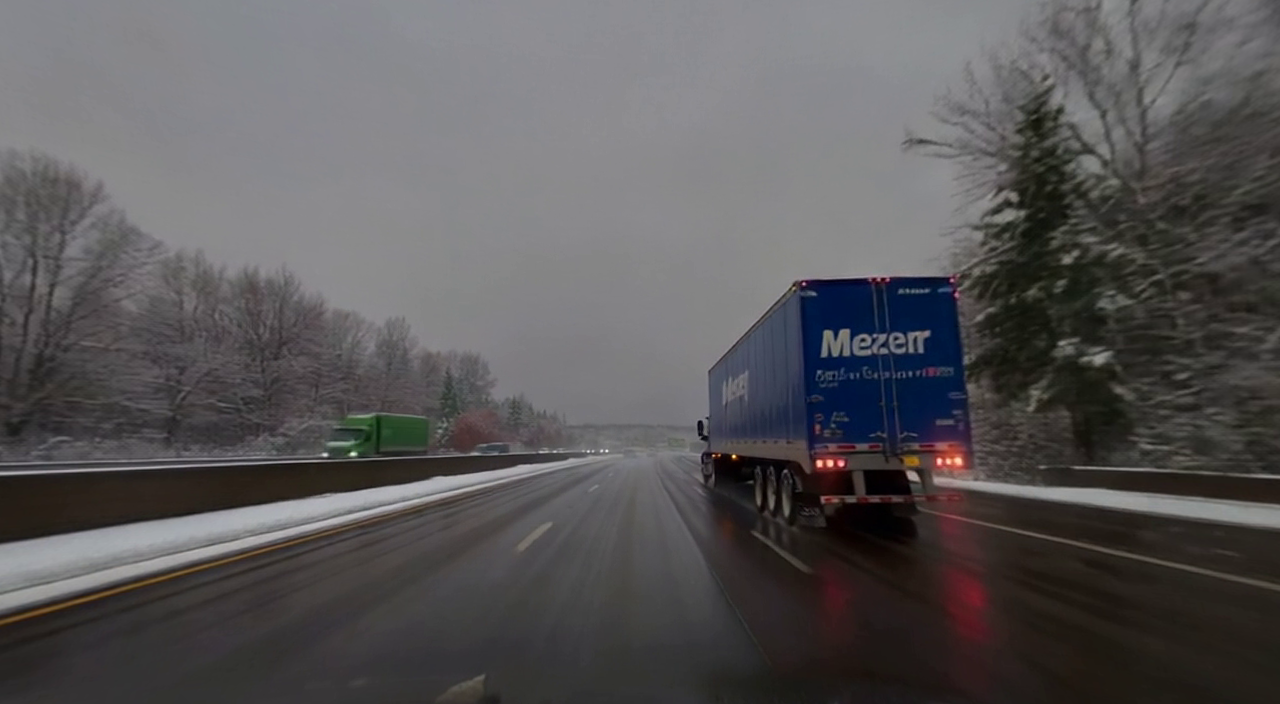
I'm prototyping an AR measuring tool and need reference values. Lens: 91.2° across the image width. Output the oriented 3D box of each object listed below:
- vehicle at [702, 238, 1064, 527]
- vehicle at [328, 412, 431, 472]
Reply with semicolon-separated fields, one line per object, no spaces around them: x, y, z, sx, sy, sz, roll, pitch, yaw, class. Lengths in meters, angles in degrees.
4.005;1.620;16.717;3.003;3.880;16.814;0;-9;0;vehicle
-19.284;6.857;47.454;2.995;4.004;10.610;0;-9;1;vehicle
